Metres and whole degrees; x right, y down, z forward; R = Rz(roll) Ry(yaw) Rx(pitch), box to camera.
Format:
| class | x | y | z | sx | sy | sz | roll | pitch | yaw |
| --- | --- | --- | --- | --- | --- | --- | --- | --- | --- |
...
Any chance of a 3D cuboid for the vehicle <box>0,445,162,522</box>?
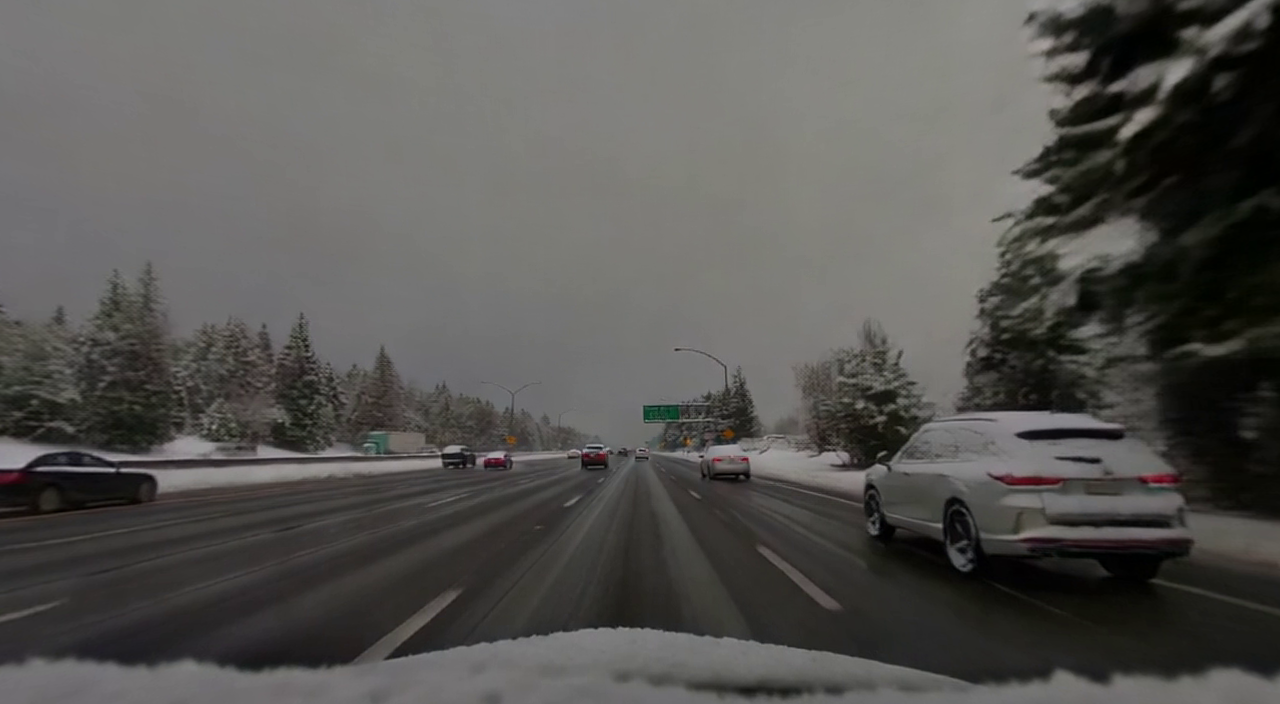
| class | x | y | z | sx | sy | sz | roll | pitch | yaw |
| --- | --- | --- | --- | --- | --- | --- | --- | --- | --- |
| vehicle | -13.676 | 2.857 | 14.094 | 1.959 | 1.520 | 5.068 | 0 | -9 | 0 |

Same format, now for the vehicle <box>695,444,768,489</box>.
| class | x | y | z | sx | sy | sz | roll | pitch | yaw |
| --- | --- | --- | --- | --- | --- | --- | --- | --- | --- |
| vehicle | 3.426 | 4.375 | 24.434 | 2.126 | 1.529 | 4.438 | 0 | -9 | 0 |

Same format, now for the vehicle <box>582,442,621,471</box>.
| class | x | y | z | sx | sy | sz | roll | pitch | yaw |
| --- | --- | --- | --- | --- | --- | --- | --- | --- | --- |
| vehicle | -2.676 | 7.518 | 45.452 | 2.449 | 1.929 | 5.503 | 0 | -9 | 0 |

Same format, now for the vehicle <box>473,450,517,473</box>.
| class | x | y | z | sx | sy | sz | roll | pitch | yaw |
| --- | --- | --- | --- | --- | --- | --- | --- | --- | --- |
| vehicle | -10.298 | 7.767 | 44.956 | 1.974 | 1.472 | 4.684 | 0 | -9 | 1 |

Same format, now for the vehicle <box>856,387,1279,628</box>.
| class | x | y | z | sx | sy | sz | roll | pitch | yaw |
| --- | --- | --- | --- | --- | --- | --- | --- | --- | --- |
| vehicle | 4.411 | 1.510 | 7.135 | 2.218 | 1.776 | 4.807 | 0 | -9 | 0 |
